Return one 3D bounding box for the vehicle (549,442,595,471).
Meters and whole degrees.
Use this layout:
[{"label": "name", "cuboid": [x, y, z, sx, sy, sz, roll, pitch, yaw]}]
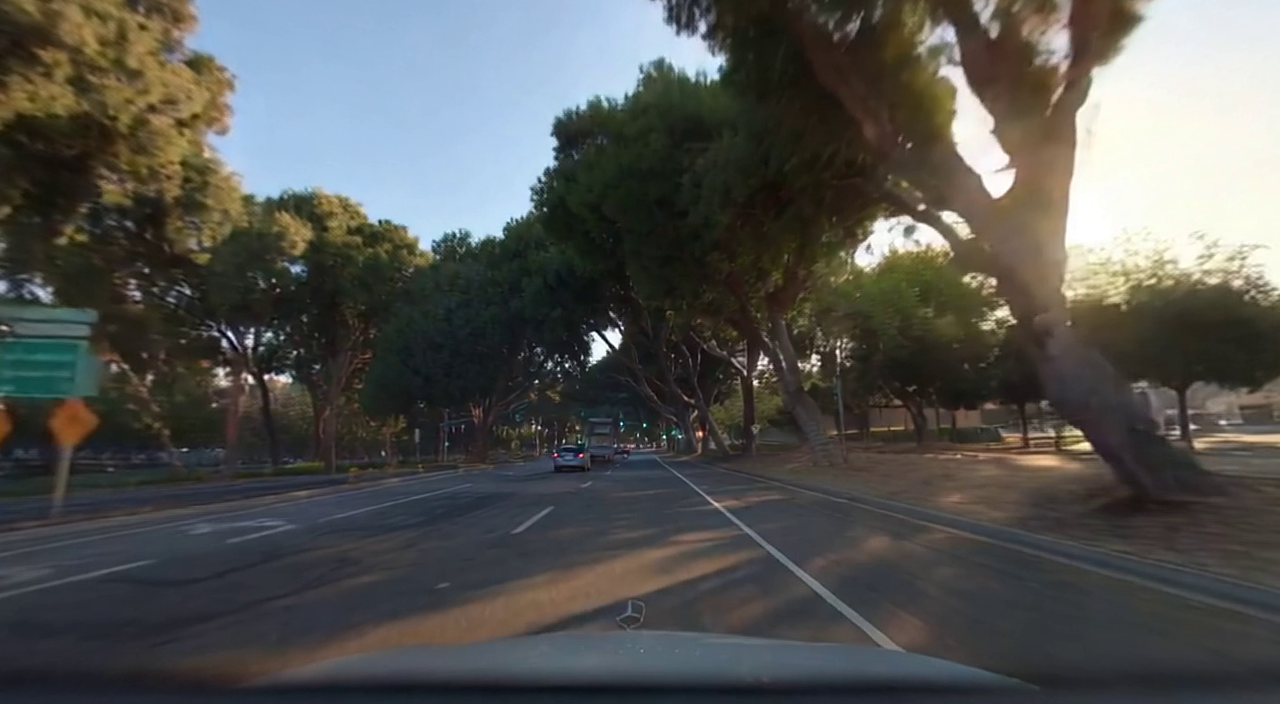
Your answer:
[{"label": "vehicle", "cuboid": [-3.747, 5.839, 35.428, 2.005, 1.462, 4.345, 0, -8, 1]}]
